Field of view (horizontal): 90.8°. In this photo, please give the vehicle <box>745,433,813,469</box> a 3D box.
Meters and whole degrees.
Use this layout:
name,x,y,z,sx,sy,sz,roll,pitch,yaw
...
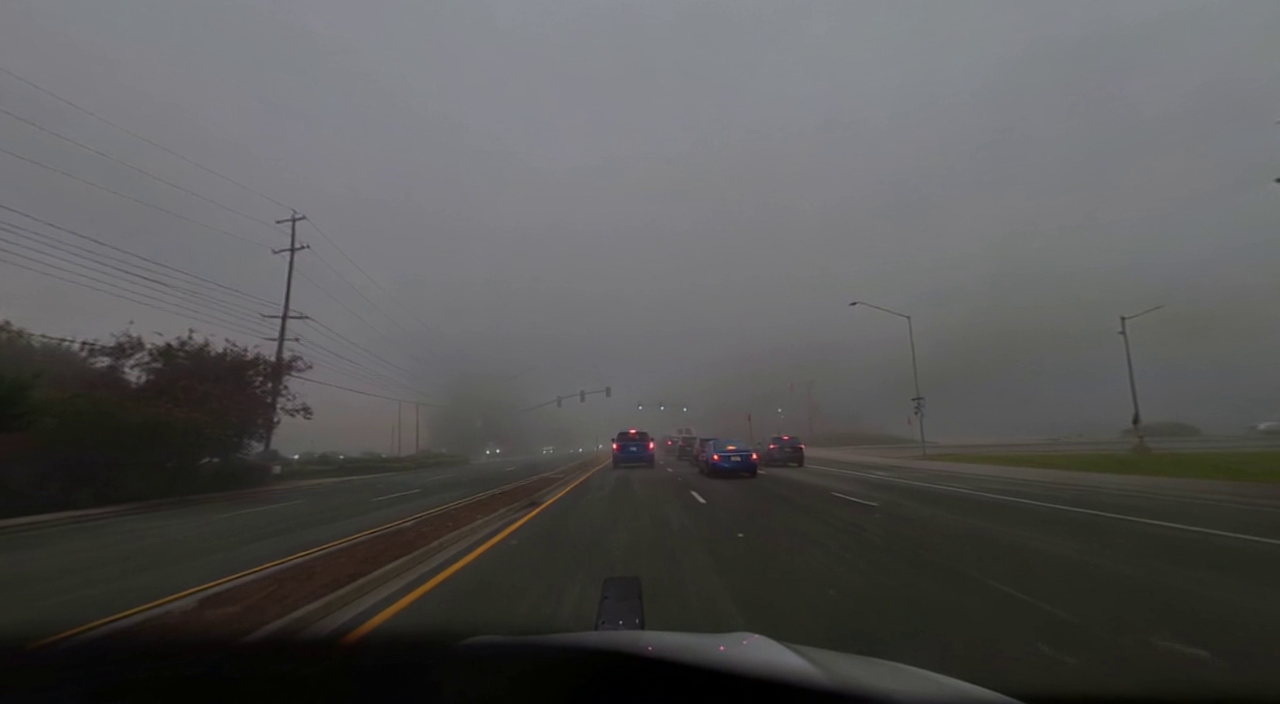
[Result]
name,x,y,z,sx,sy,sz,roll,pitch,yaw
vehicle,6.774,4.886,31.286,2.198,1.678,4.419,0,-9,-2

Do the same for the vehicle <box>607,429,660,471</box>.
name,x,y,z,sx,sy,sz,roll,pitch,yaw
vehicle,-0.325,4.602,29.684,2.300,1.821,4.254,0,-9,-1

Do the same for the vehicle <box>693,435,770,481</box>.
name,x,y,z,sx,sy,sz,roll,pitch,yaw
vehicle,3.159,3.780,22.784,1.984,1.462,4.513,0,-9,-1

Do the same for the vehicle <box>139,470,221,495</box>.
name,x,y,z,sx,sy,sz,roll,pitch,yaw
vehicle,-33.465,9.513,46.029,4.224,1.614,2.123,0,-9,-3
